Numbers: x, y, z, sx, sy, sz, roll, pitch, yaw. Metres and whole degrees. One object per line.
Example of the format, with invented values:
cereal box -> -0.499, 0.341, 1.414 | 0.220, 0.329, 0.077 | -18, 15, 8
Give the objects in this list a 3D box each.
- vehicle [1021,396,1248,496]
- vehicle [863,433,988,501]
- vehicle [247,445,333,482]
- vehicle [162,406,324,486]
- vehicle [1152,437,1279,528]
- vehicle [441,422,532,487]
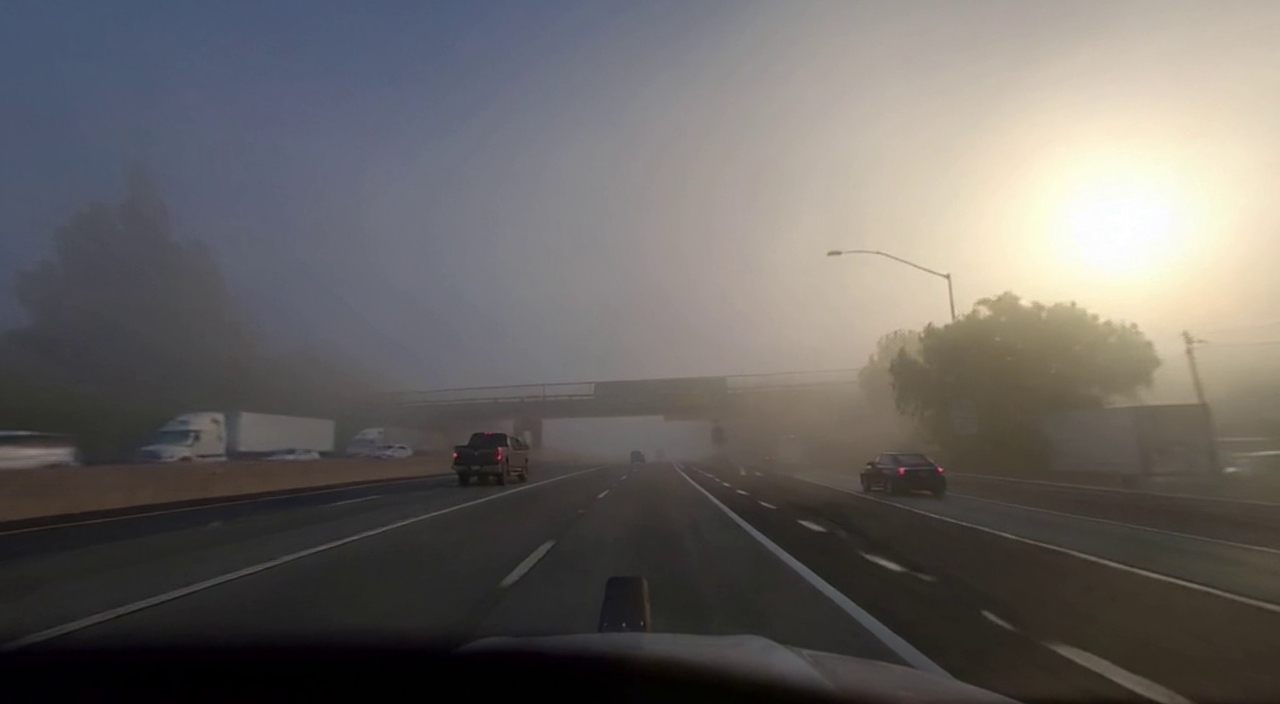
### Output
vehicle -> 20.391, 4.009, 27.050 | 3.022, 3.547, 8.645 | -1, -8, 3
vehicle -> 9.051, 3.656, 20.495 | 2.146, 1.929, 4.388 | -1, -8, 3
vehicle -> -19.264, 6.118, 34.979 | 1.914, 1.897, 4.674 | 0, -8, 2
vehicle -> -23.130, 5.615, 37.732 | 2.945, 4.107, 9.775 | 0, -8, 2
vehicle -> 19.253, 3.899, 19.342 | 2.426, 2.235, 5.980 | -4, -6, 6
vehicle -> -6.149, 4.206, 26.074 | 2.264, 2.379, 5.248 | 0, -8, 2
